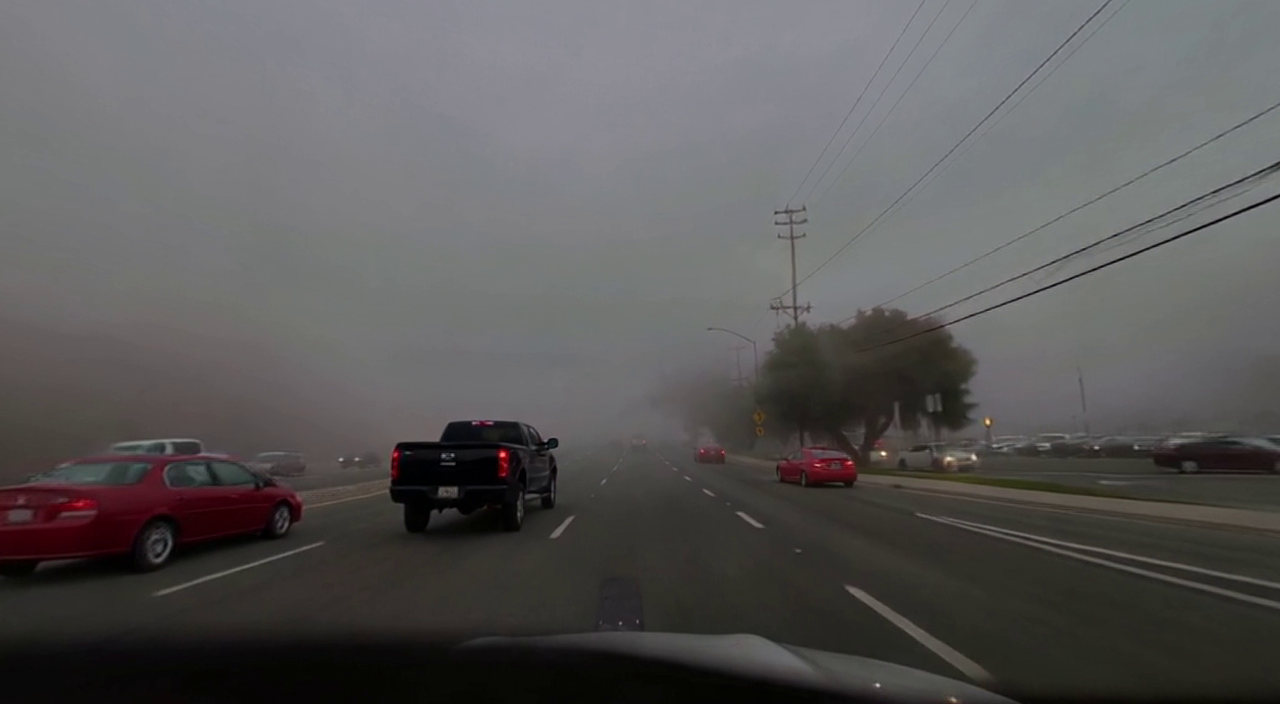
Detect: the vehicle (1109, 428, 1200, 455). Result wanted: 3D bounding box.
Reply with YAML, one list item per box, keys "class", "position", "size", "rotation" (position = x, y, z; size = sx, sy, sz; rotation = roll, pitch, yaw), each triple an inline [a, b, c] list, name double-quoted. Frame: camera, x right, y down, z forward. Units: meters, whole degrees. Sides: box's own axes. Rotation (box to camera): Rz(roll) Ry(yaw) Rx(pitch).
- class: "vehicle"
  position: [34.846, 6.072, 42.807]
  size: [4.595, 1.701, 2.257]
  rotation: [2, -9, -12]

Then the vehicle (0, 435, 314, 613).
- class: "vehicle"
  position: [-6.342, 1.824, 7.804]
  size: [2.035, 1.497, 4.723]
  rotation: [0, -8, 1]

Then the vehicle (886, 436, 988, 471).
- class: "vehicle"
  position: [17.412, 5.988, 37.502]
  size: [2.267, 1.925, 5.964]
  rotation: [1, -9, -11]

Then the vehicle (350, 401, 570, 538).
- class: "vehicle"
  position: [-2.974, 2.173, 12.347]
  size: [2.467, 1.991, 6.089]
  rotation: [0, -8, 0]

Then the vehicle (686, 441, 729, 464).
- class: "vehicle"
  position: [4.320, 6.474, 40.811]
  size: [2.071, 1.435, 4.226]
  rotation: [0, -8, -3]

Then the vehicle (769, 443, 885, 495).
- class: "vehicle"
  position: [5.753, 3.635, 20.122]
  size: [1.840, 1.428, 4.602]
  rotation: [1, -9, -6]

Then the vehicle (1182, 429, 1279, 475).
- class: "vehicle"
  position: [23.245, 3.698, 23.399]
  size: [1.860, 1.597, 4.261]
  rotation: [4, -9, -25]
